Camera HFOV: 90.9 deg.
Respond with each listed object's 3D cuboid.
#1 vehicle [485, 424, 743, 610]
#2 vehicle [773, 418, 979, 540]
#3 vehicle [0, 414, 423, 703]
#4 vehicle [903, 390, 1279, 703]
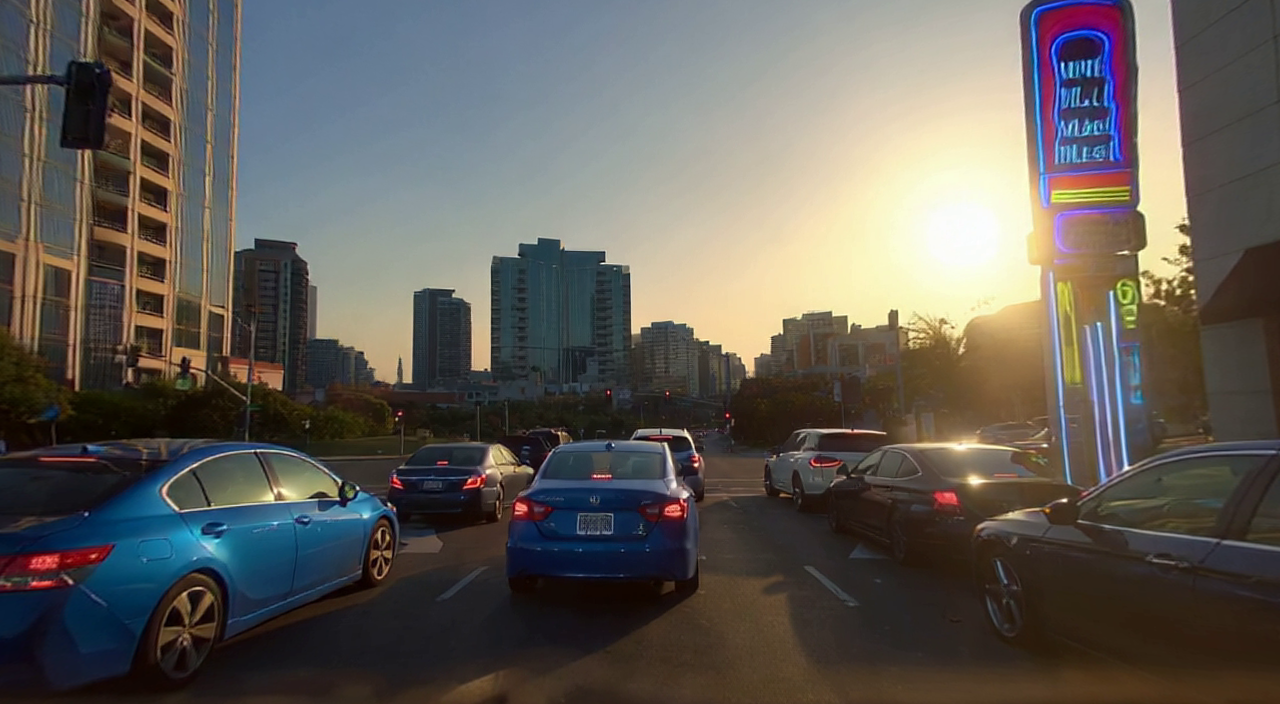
[{"bbox_3d":[-0.197,1.625,7.122,2.059,1.477,3.988,0,-8,0],"label":"vehicle"},{"bbox_3d":[3.763,2.100,11.015,2.007,1.683,4.171,0,-8,1],"label":"vehicle"},{"bbox_3d":[-3.407,1.299,4.717,1.980,1.454,4.226,0,-8,1],"label":"vehicle"},{"bbox_3d":[3.413,1.075,3.572,1.981,1.499,4.536,0,-8,2],"label":"vehicle"}]
